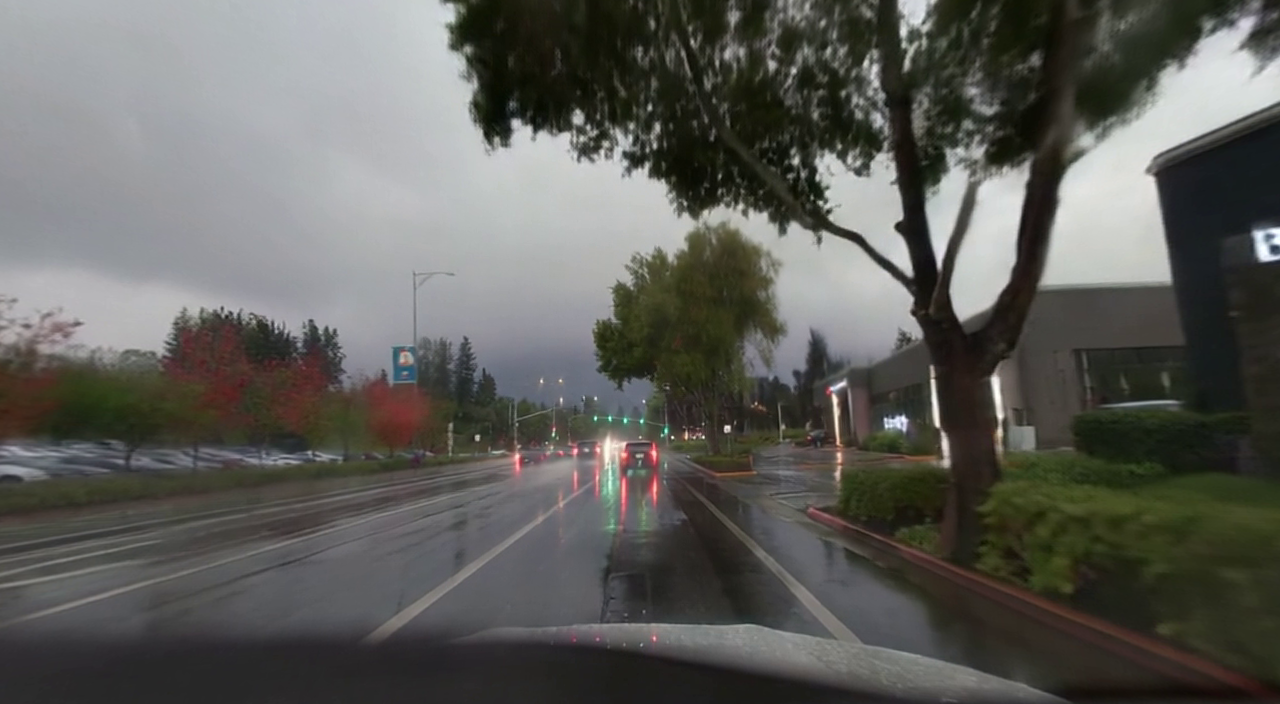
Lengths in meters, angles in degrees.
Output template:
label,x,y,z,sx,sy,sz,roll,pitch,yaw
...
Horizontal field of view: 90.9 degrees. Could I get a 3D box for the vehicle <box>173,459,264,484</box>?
label,x,y,z,sx,sy,sz,roll,pitch,yaw
vehicle,-26.339,7.450,39.442,4.553,1.479,1.768,-1,-9,7

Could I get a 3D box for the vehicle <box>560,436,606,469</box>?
label,x,y,z,sx,sy,sz,roll,pitch,yaw
vehicle,-3.303,5.975,37.727,2.064,1.859,5.154,0,-8,2

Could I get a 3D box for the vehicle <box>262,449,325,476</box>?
label,x,y,z,sx,sy,sz,roll,pitch,yaw
vehicle,-24.489,7.804,44.747,1.791,1.724,4.432,0,-8,2

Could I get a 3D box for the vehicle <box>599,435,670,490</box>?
label,x,y,z,sx,sy,sz,roll,pitch,yaw
vehicle,-0.149,3.613,21.026,2.108,1.612,4.246,0,-8,0
